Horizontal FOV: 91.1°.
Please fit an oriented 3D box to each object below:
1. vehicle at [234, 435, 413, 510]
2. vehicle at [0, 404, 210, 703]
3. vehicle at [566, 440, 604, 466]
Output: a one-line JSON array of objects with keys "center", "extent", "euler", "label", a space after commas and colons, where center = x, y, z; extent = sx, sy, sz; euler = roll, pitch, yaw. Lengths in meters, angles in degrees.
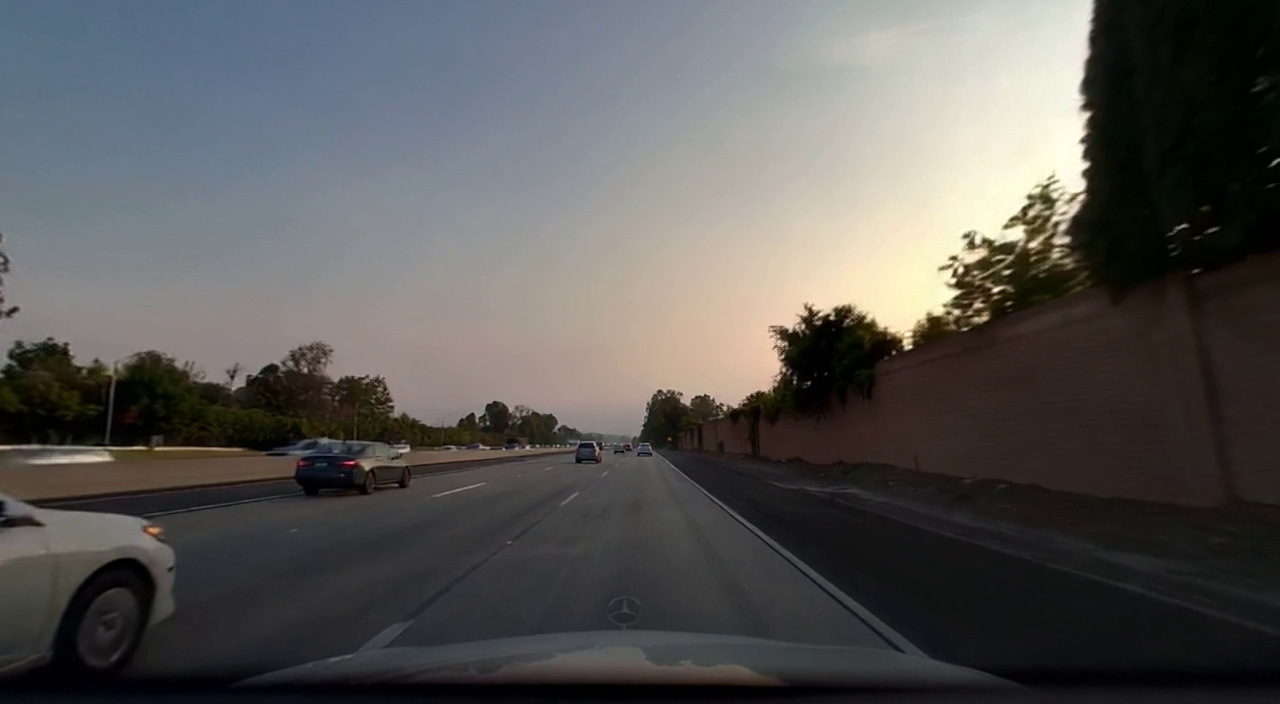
[{"center": [-7.142, 2.726, 14.777], "extent": [1.942, 1.502, 4.216], "euler": [0, -8, 1], "label": "vehicle"}, {"center": [-3.753, 0.807, 1.547], "extent": [1.945, 1.484, 4.803], "euler": [0, -8, 1], "label": "vehicle"}, {"center": [-3.585, 6.633, 41.532], "extent": [2.036, 1.636, 4.511], "euler": [0, -8, 1], "label": "vehicle"}]
